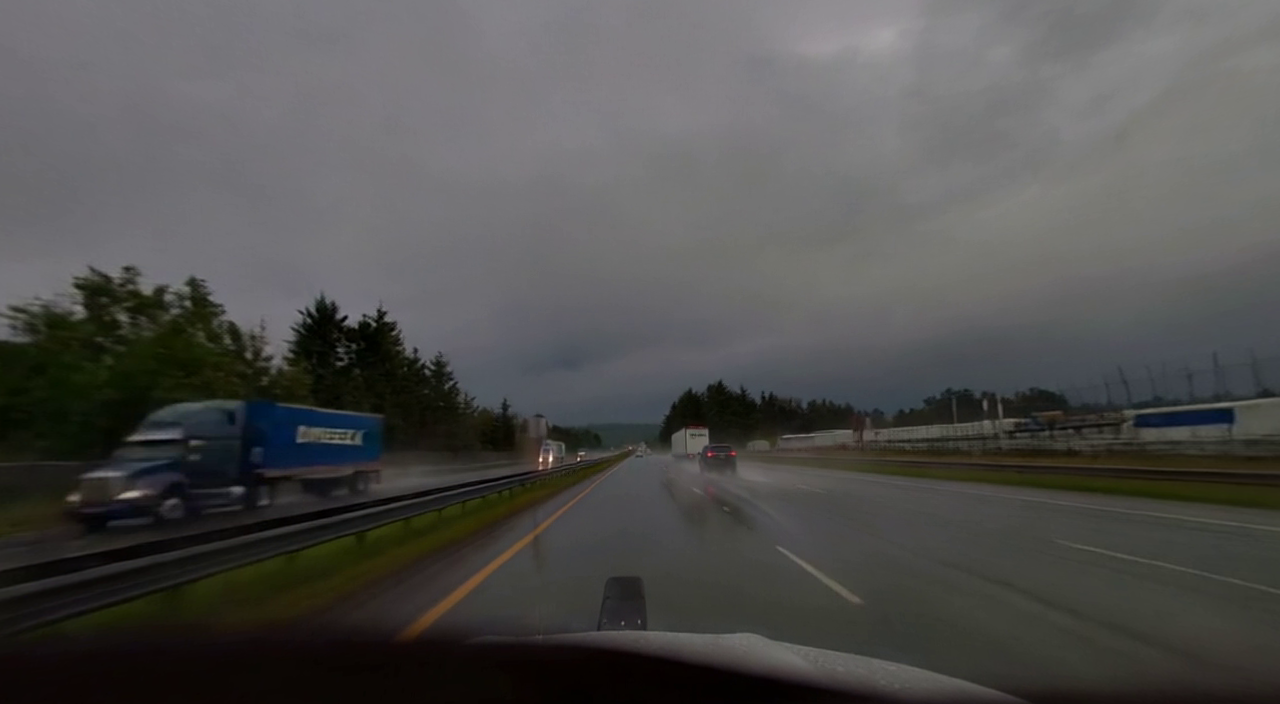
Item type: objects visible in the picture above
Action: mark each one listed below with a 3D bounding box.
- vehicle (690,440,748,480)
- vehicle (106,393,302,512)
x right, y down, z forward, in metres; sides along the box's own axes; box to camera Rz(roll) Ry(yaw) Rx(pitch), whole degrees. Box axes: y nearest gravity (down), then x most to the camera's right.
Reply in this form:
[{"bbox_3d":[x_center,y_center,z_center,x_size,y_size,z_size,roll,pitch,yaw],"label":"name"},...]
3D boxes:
[{"bbox_3d":[3.597,5.038,29.564,2.093,1.742,4.167,0,-9,-1],"label":"vehicle"},{"bbox_3d":[-15.890,3.754,23.691,3.003,3.859,5.899,0,-9,-1],"label":"vehicle"}]
